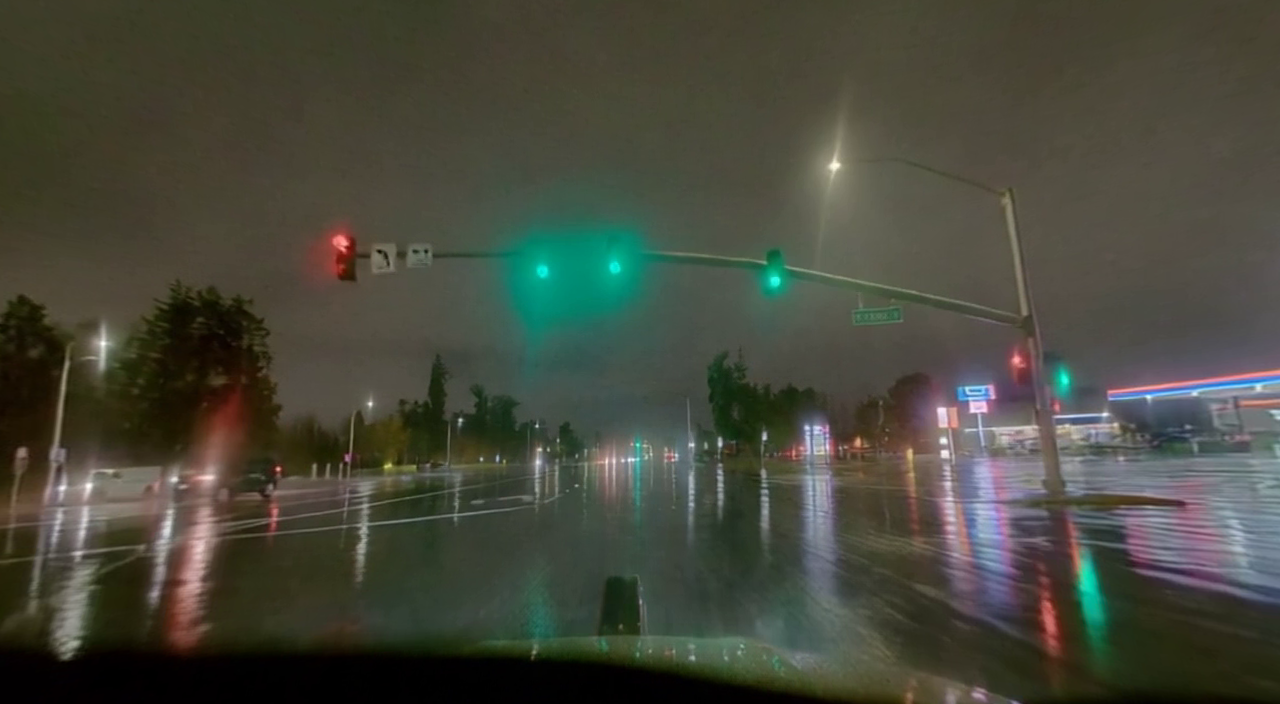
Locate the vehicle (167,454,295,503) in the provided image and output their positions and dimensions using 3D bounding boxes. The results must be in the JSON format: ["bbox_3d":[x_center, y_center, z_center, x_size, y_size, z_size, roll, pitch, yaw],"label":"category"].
[{"bbox_3d":[-15.326,4.727,24.026,2.053,1.598,4.336,0,-9,-2],"label":"vehicle"}]

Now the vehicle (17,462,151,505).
[{"bbox_3d":[-24.906,5.861,28.567,2.098,1.684,4.388,0,-9,-2],"label":"vehicle"}]
